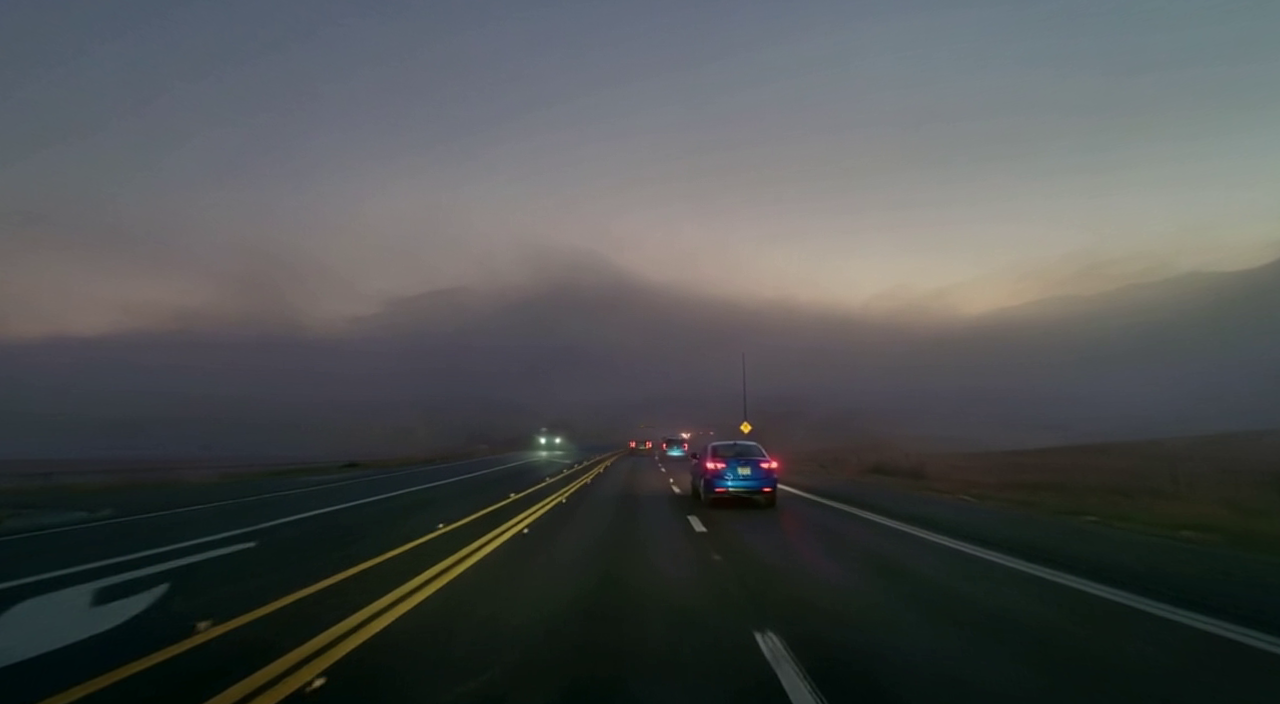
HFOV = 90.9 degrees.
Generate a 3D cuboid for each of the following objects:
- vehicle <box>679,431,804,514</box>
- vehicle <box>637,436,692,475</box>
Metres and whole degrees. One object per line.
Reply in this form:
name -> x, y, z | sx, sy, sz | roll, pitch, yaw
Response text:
vehicle -> 2.035, 2.562, 13.898 | 2.007, 1.534, 3.976 | 0, -8, -1
vehicle -> 0.972, 4.469, 27.458 | 2.026, 1.531, 4.273 | 0, -8, -2
